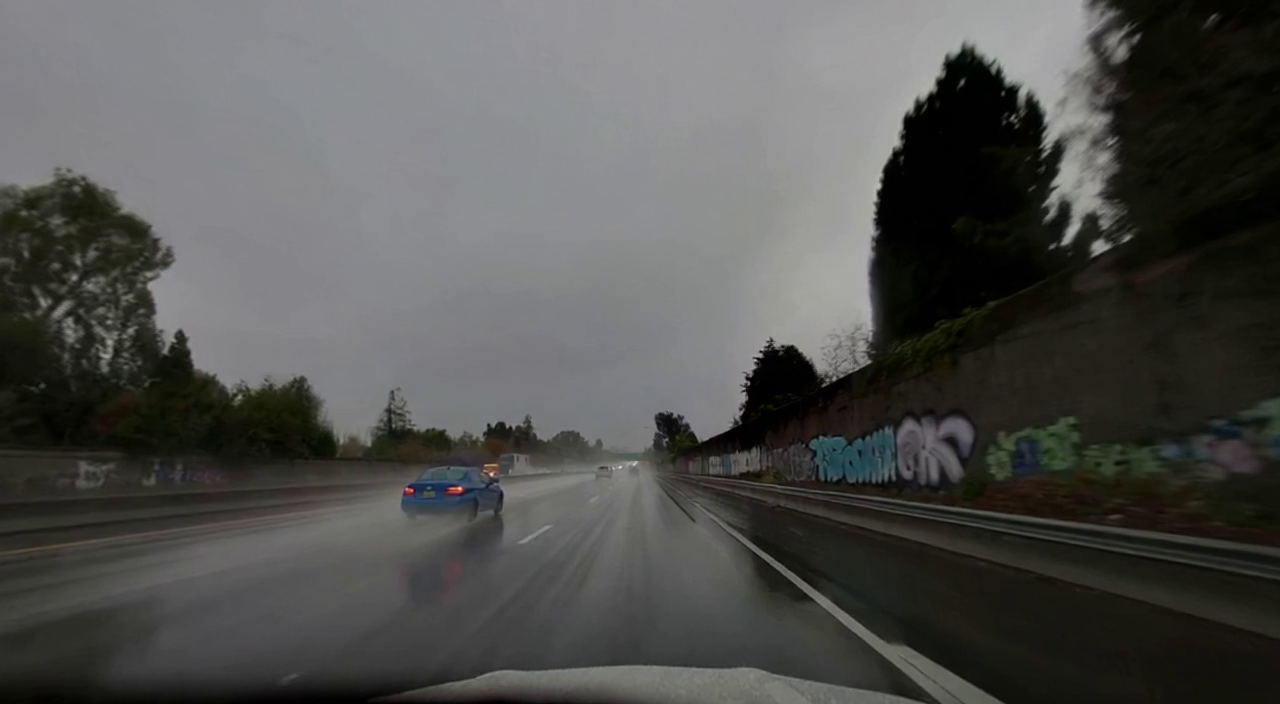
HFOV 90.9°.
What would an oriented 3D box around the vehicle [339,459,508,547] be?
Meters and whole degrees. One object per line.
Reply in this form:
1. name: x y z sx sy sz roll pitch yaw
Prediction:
1. vehicle: -4.033 2.887 12.520 1.941 1.437 3.829 1 -10 1
